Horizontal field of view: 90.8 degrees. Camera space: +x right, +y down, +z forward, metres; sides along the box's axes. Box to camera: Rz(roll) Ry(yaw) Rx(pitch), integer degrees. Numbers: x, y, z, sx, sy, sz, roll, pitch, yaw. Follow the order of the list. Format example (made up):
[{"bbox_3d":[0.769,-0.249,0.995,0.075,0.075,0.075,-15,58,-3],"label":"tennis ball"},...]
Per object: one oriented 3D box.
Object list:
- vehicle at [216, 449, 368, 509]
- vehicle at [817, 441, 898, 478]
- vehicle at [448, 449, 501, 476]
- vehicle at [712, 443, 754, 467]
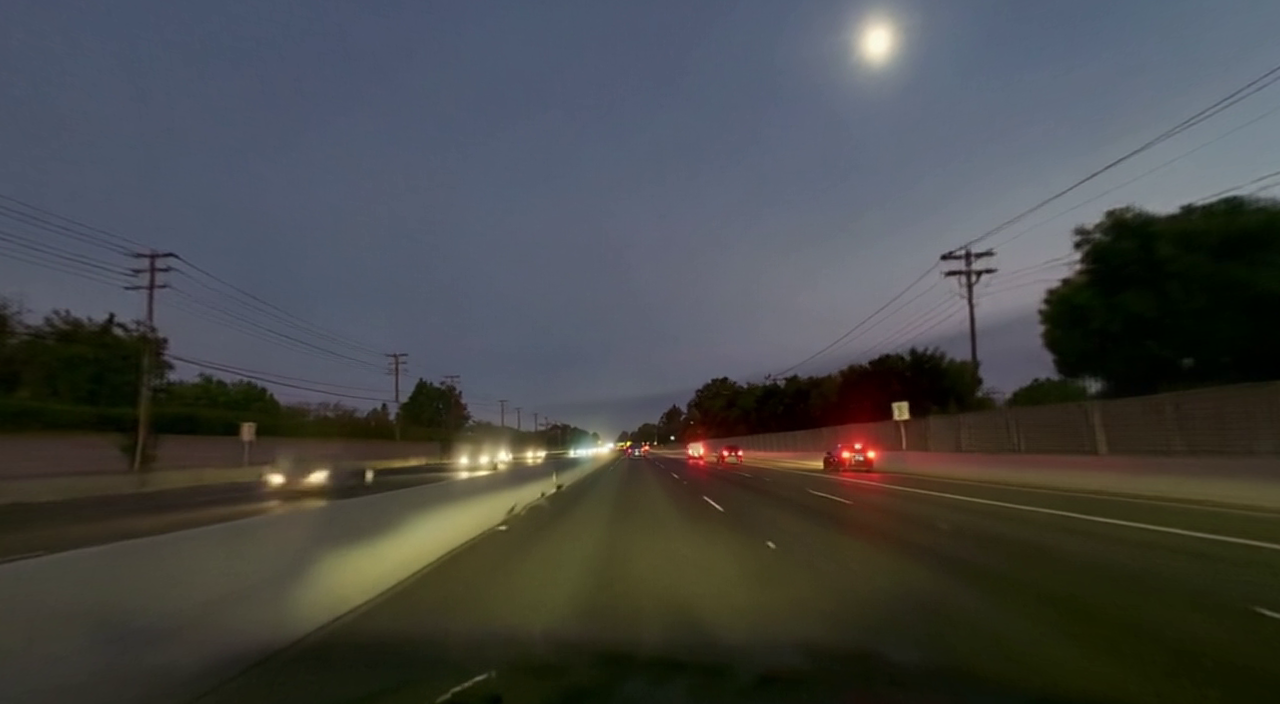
[{"bbox_3d":[-9.880,3.600,18.456,1.896,1.499,4.497,0,-8,0],"label":"vehicle"},{"bbox_3d":[9.622,4.777,28.350,1.969,1.506,4.422,0,-8,-2],"label":"vehicle"},{"bbox_3d":[-10.140,6.771,39.044,1.989,1.498,4.593,0,-9,0],"label":"vehicle"},{"bbox_3d":[6.336,7.090,43.648,2.069,1.520,4.614,0,-8,-1],"label":"vehicle"}]
